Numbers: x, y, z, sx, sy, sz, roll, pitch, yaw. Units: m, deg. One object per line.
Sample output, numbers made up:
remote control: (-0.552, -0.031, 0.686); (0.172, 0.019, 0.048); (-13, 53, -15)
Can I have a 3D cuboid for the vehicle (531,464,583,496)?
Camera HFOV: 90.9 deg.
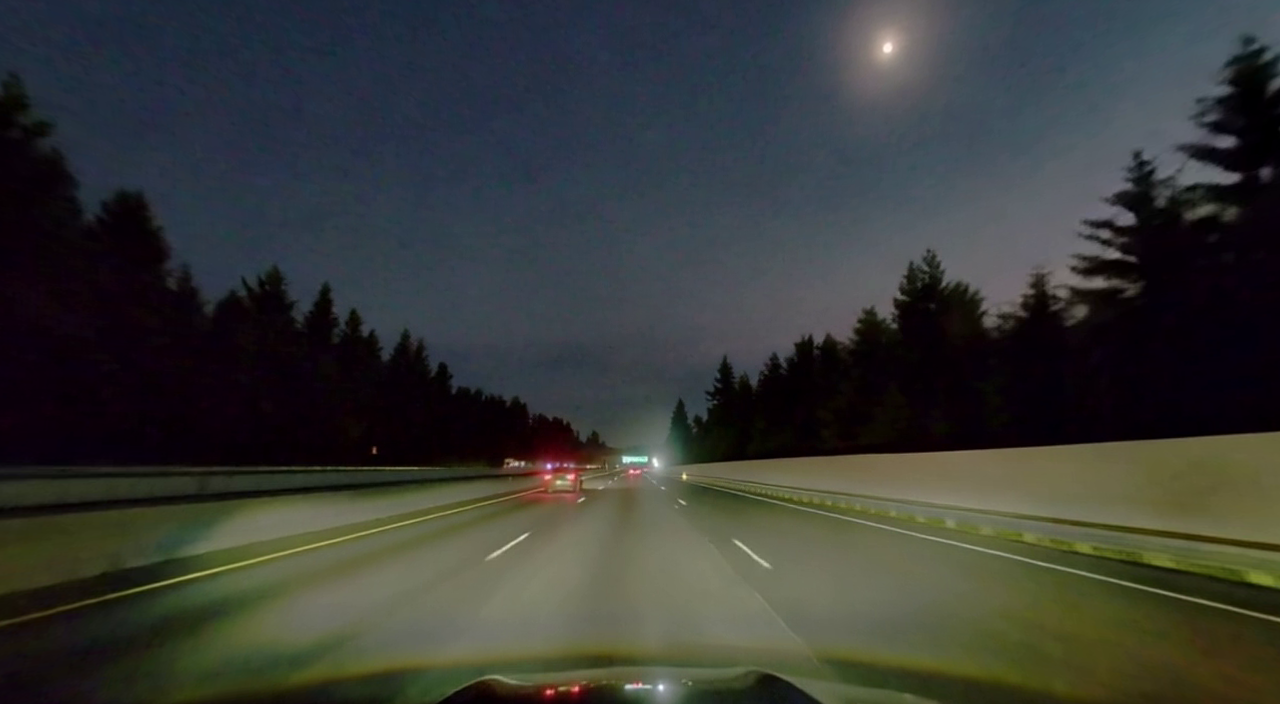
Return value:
vehicle: (-4.044, 6.322, 31.326); (2.006, 1.469, 4.050); (1, -10, 0)
